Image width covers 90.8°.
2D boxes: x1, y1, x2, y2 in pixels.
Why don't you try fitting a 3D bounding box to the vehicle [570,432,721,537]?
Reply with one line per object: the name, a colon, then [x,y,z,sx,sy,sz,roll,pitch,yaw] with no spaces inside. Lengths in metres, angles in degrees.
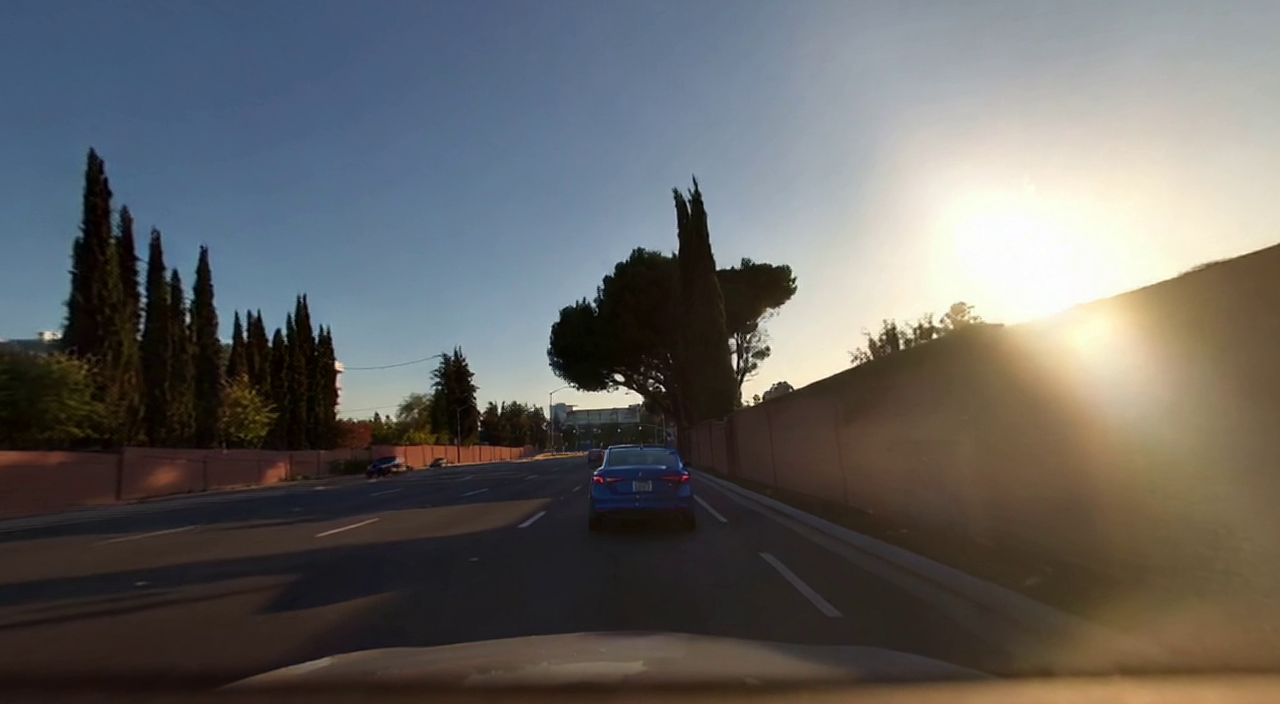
vehicle: [0.063,2.254,11.415,2.205,1.509,4.272,0,-8,-1]
